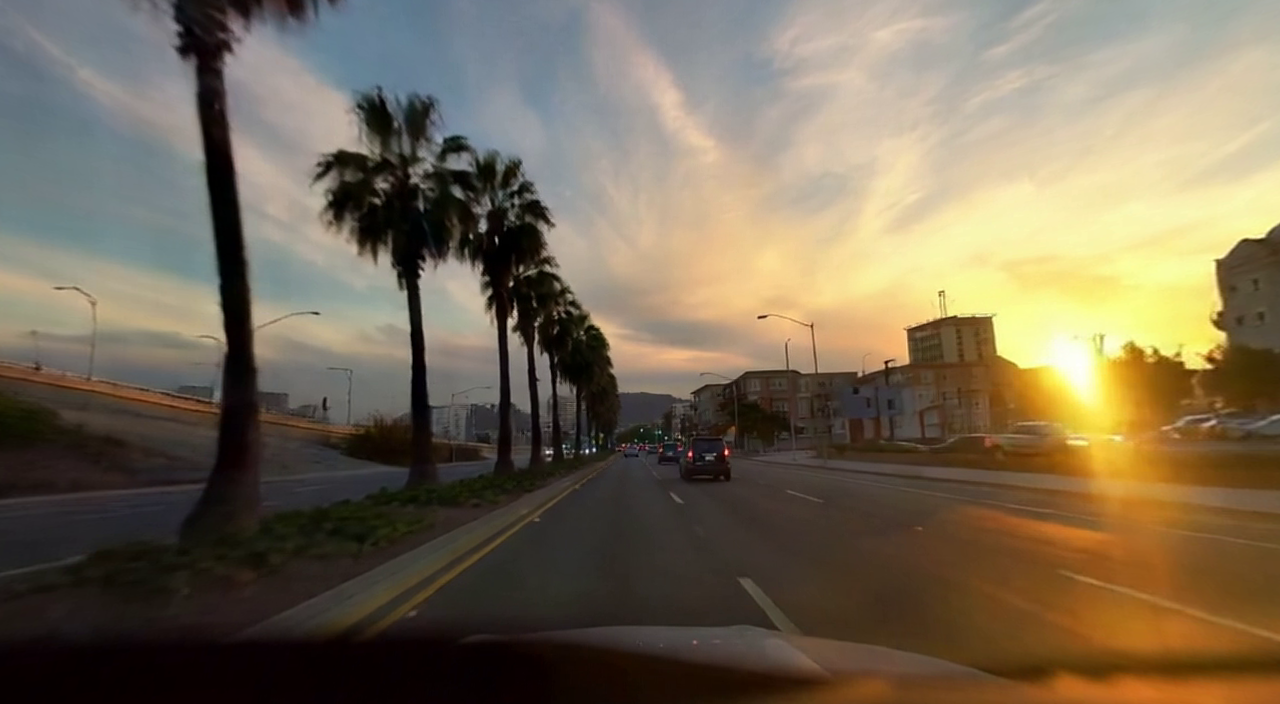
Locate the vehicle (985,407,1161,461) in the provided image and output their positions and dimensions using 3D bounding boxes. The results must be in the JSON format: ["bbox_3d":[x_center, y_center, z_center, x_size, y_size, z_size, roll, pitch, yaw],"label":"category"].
[{"bbox_3d":[19.198,3.809,28.517,2.305,2.084,6.115,1,-10,-21],"label":"vehicle"}]

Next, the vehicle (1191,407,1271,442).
[{"bbox_3d":[37.824,4.760,40.630,2.235,2.018,6.593,-5,-10,30],"label":"vehicle"}]

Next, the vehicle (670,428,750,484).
[{"bbox_3d":[2.686,4.227,25.872,2.559,2.017,5.562,0,-9,-1],"label":"vehicle"}]
